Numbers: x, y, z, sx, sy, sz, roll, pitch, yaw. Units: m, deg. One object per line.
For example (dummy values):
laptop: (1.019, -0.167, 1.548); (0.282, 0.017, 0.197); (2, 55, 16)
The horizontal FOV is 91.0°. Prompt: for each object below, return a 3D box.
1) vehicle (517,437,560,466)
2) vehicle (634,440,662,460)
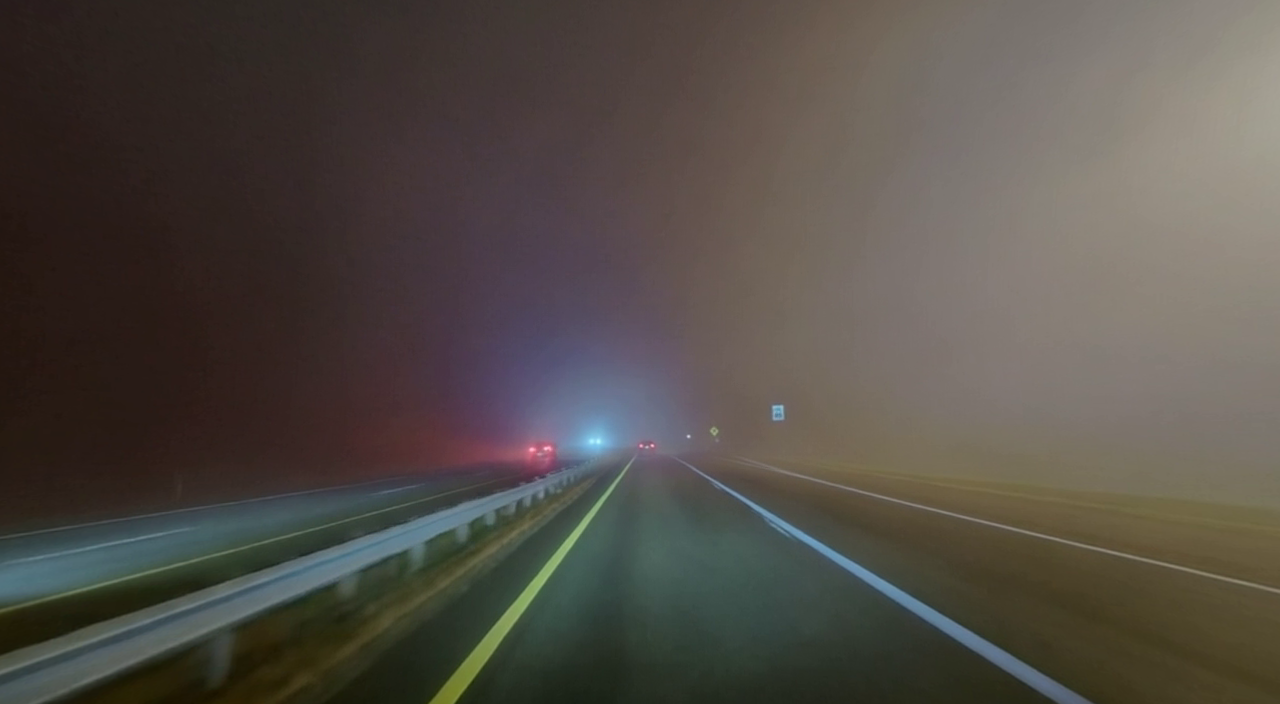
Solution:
vehicle: (-6.925, 6.836, 43.338); (2.068, 1.897, 4.372); (0, -8, 2)
vehicle: (0.578, 7.458, 48.068); (2.061, 1.469, 3.782); (0, -8, 1)
